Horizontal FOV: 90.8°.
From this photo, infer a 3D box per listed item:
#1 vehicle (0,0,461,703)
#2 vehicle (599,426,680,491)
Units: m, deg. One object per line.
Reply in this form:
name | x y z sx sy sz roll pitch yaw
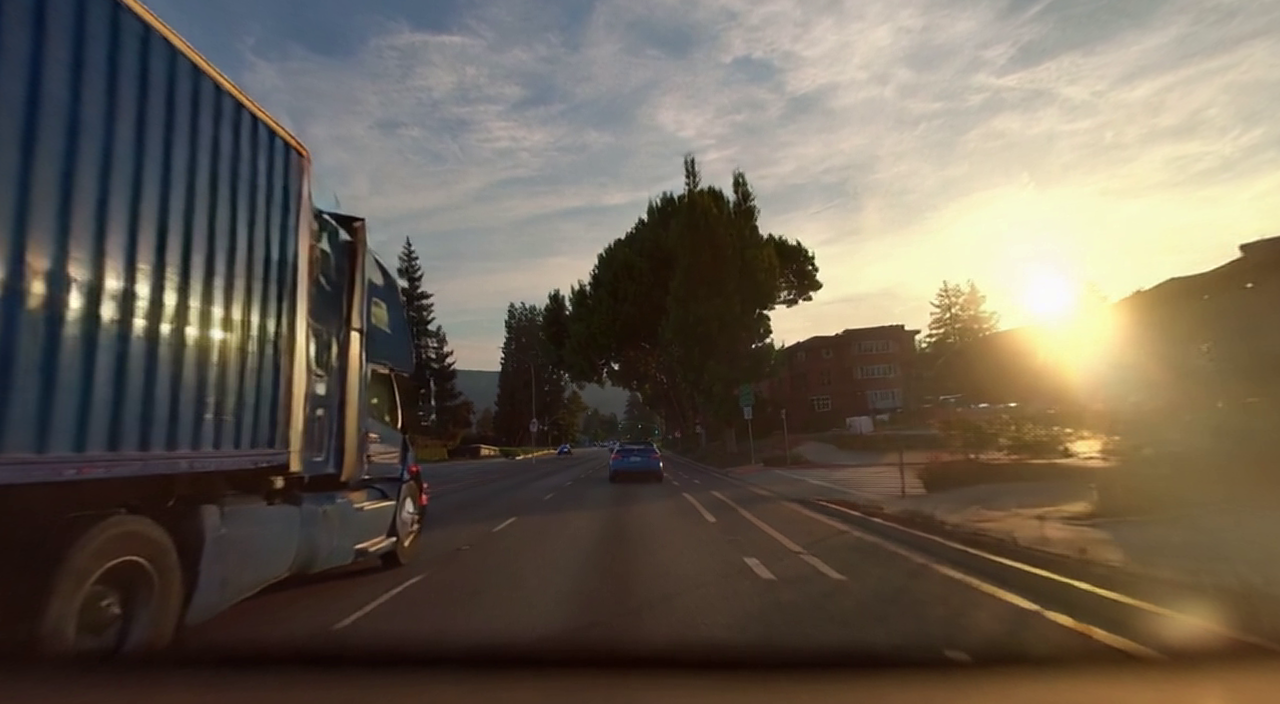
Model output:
vehicle | -3.837 -0.263 2.865 2.996 3.902 10.410 0 -8 0
vehicle | -0.043 3.060 18.467 2.094 1.682 3.866 0 -8 -1
